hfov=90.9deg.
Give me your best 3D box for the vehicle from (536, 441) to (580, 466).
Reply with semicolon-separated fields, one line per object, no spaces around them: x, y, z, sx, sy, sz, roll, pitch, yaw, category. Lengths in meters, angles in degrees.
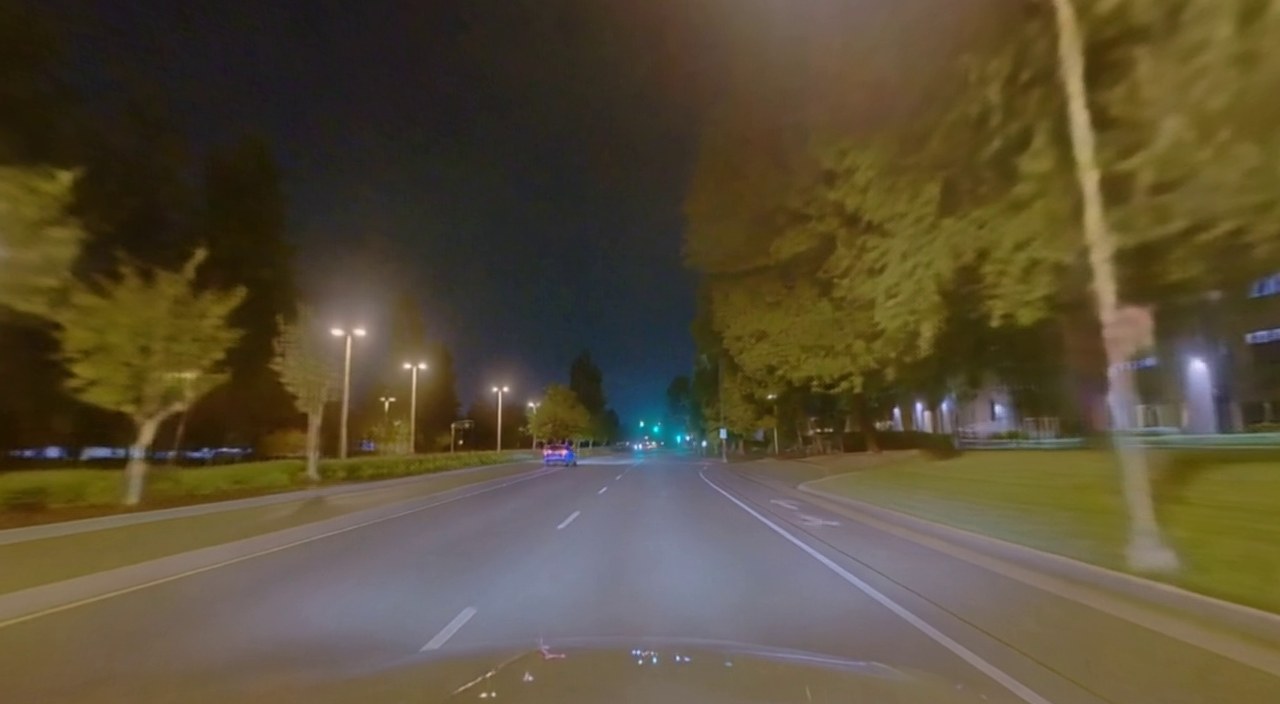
-5.182;6.483;40.536;1.945;1.461;4.605;-1;-8;4;vehicle
